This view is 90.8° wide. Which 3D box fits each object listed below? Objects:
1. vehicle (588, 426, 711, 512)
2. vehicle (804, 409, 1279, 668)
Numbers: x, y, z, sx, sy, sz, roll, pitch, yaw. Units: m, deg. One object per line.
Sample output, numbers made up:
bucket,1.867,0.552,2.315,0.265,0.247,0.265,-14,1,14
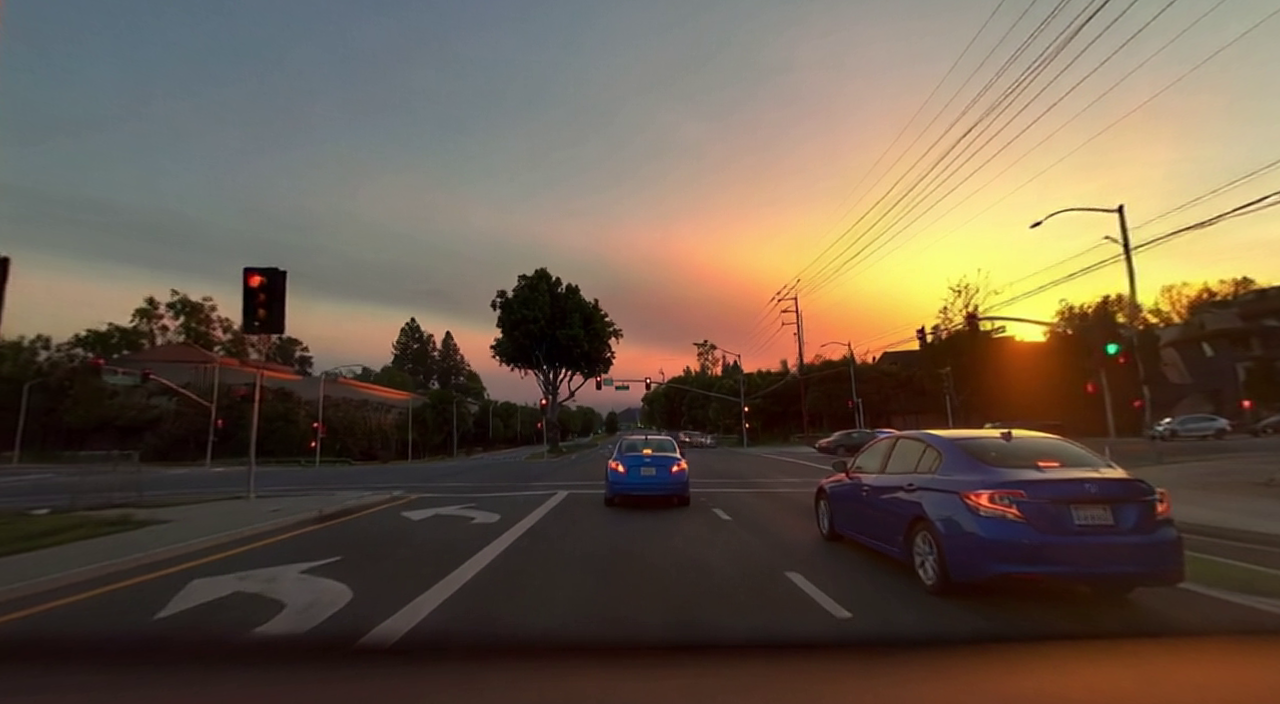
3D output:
vehicle,0.163,2.310,12.859,2.110,1.466,3.860,0,-8,0
vehicle,3.072,1.371,5.770,2.004,1.448,4.263,0,-8,0
